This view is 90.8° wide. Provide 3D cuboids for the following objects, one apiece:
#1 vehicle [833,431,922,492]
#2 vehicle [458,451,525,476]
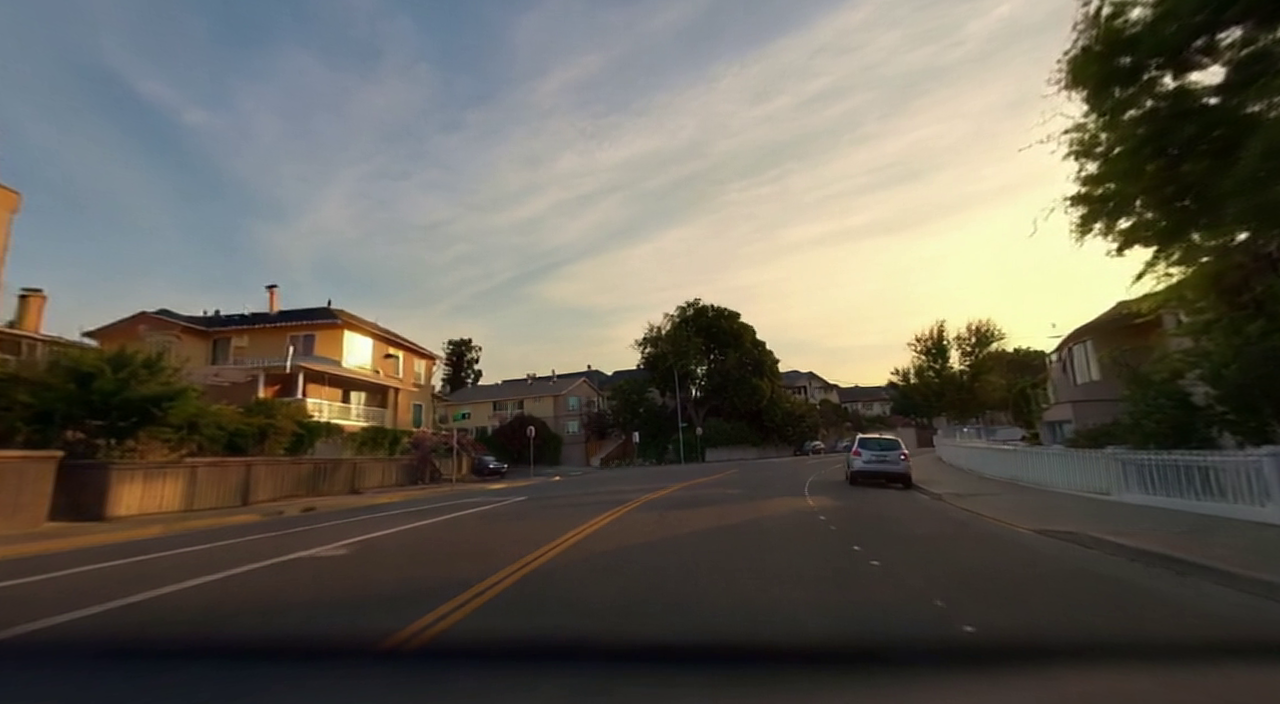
[{"bbox_3d":[7.457,3.454,20.273,2.105,1.705,4.392,-2,-9,14],"label":"vehicle"},{"bbox_3d":[-10.726,8.048,45.644,4.270,1.683,1.984,-3,-10,22],"label":"vehicle"}]
